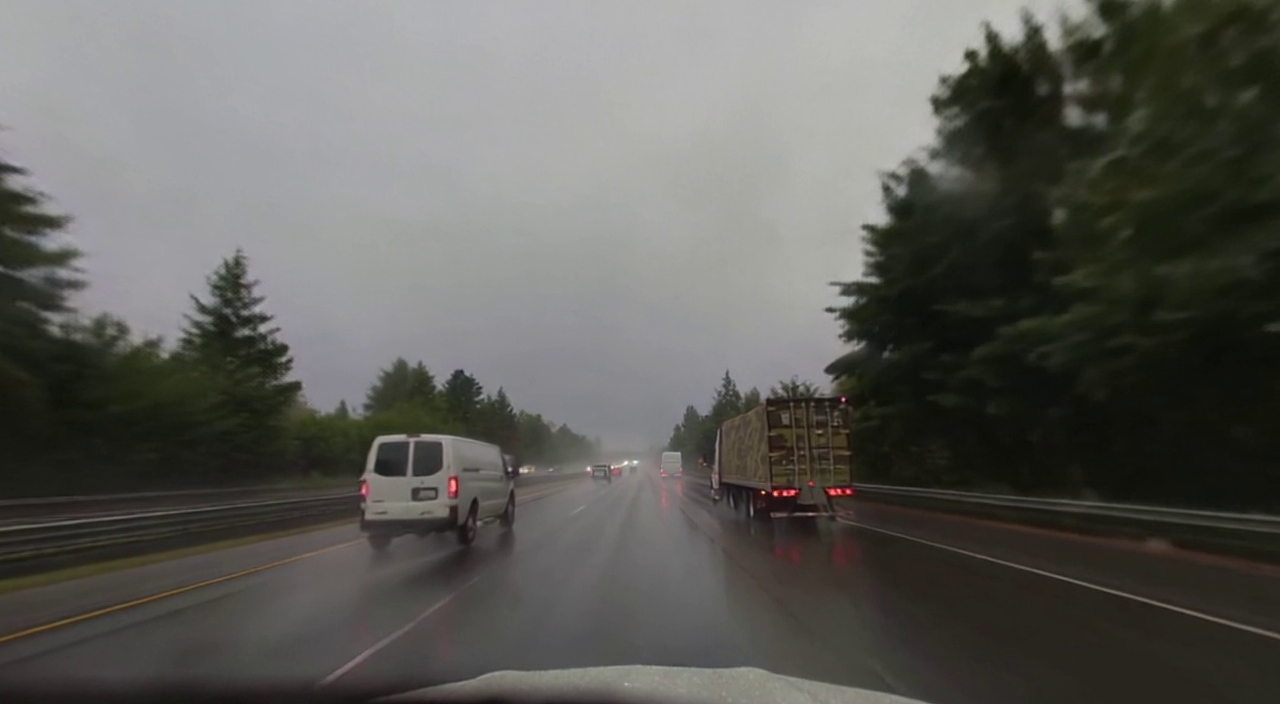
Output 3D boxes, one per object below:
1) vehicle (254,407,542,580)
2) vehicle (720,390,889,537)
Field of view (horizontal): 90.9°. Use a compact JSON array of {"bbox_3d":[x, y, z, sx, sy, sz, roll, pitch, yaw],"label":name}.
[{"bbox_3d":[-3.153,2.074,9.795,2.378,1.930,5.086,1,-10,1],"label":"vehicle"},{"bbox_3d":[3.719,2.769,15.661,2.703,2.988,5.097,1,-10,-1],"label":"vehicle"}]
